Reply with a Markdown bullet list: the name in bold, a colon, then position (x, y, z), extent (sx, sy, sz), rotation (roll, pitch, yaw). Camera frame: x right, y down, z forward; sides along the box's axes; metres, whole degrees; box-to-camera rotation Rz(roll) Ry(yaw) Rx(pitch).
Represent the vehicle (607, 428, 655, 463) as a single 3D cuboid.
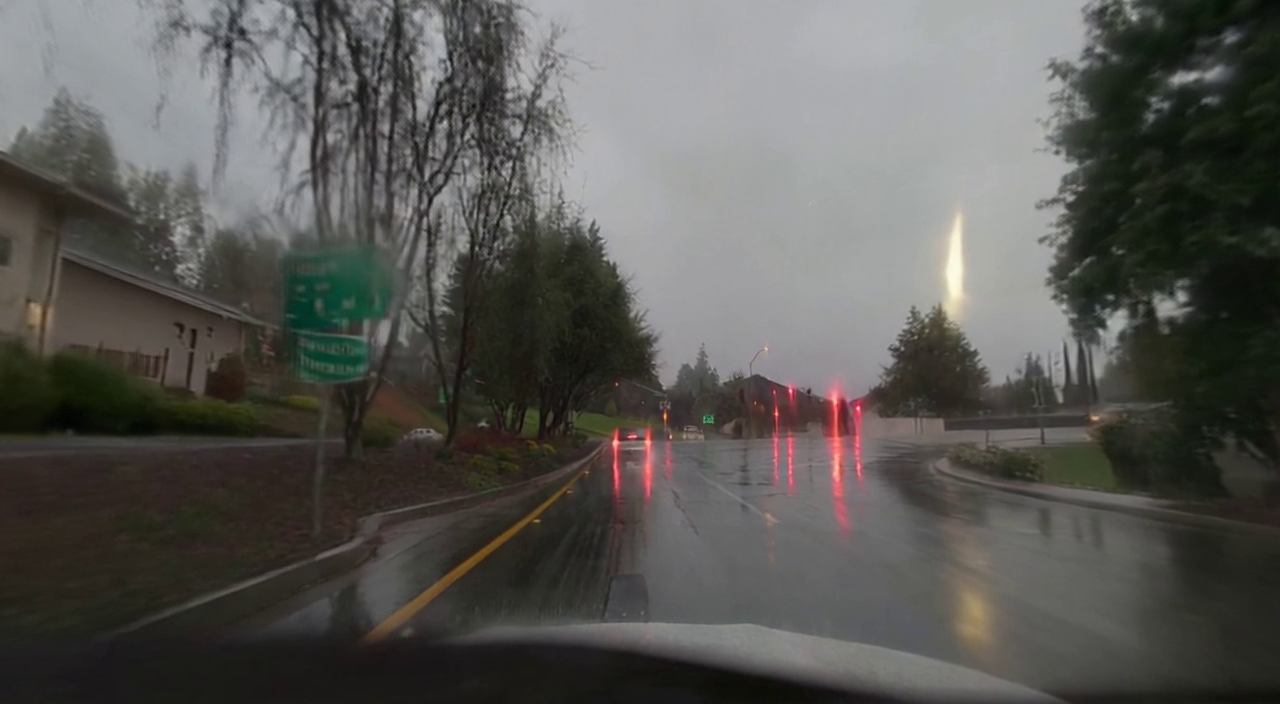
- **vehicle**: position (-0.424, 4.353, 29.352), extent (2.056, 1.473, 4.380), rotation (0, -8, -1)
